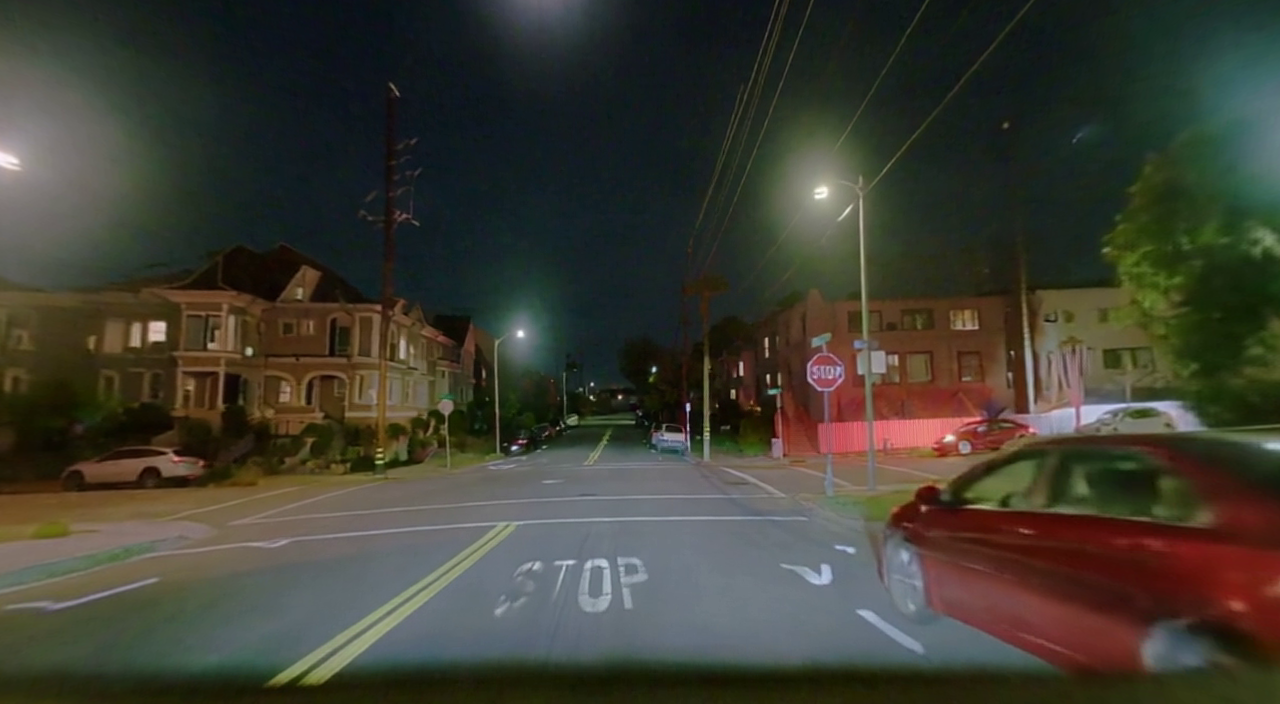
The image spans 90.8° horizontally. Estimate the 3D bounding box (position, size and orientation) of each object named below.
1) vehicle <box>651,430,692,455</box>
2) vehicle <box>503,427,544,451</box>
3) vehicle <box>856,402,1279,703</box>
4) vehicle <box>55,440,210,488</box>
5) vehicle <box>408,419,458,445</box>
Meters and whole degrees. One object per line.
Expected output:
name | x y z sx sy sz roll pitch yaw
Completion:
vehicle | 1.929 5.783 40.175 2.120 1.487 4.360 0 -8 -4
vehicle | -8.117 6.152 44.389 2.065 1.553 4.636 0 -8 0
vehicle | 3.048 1.064 3.150 2.038 1.473 4.842 0 -8 -3
vehicle | -19.612 4.323 24.626 4.181 1.742 1.945 1 -9 -10
vehicle | -14.129 5.564 43.402 1.992 1.678 4.658 0 -8 -2
